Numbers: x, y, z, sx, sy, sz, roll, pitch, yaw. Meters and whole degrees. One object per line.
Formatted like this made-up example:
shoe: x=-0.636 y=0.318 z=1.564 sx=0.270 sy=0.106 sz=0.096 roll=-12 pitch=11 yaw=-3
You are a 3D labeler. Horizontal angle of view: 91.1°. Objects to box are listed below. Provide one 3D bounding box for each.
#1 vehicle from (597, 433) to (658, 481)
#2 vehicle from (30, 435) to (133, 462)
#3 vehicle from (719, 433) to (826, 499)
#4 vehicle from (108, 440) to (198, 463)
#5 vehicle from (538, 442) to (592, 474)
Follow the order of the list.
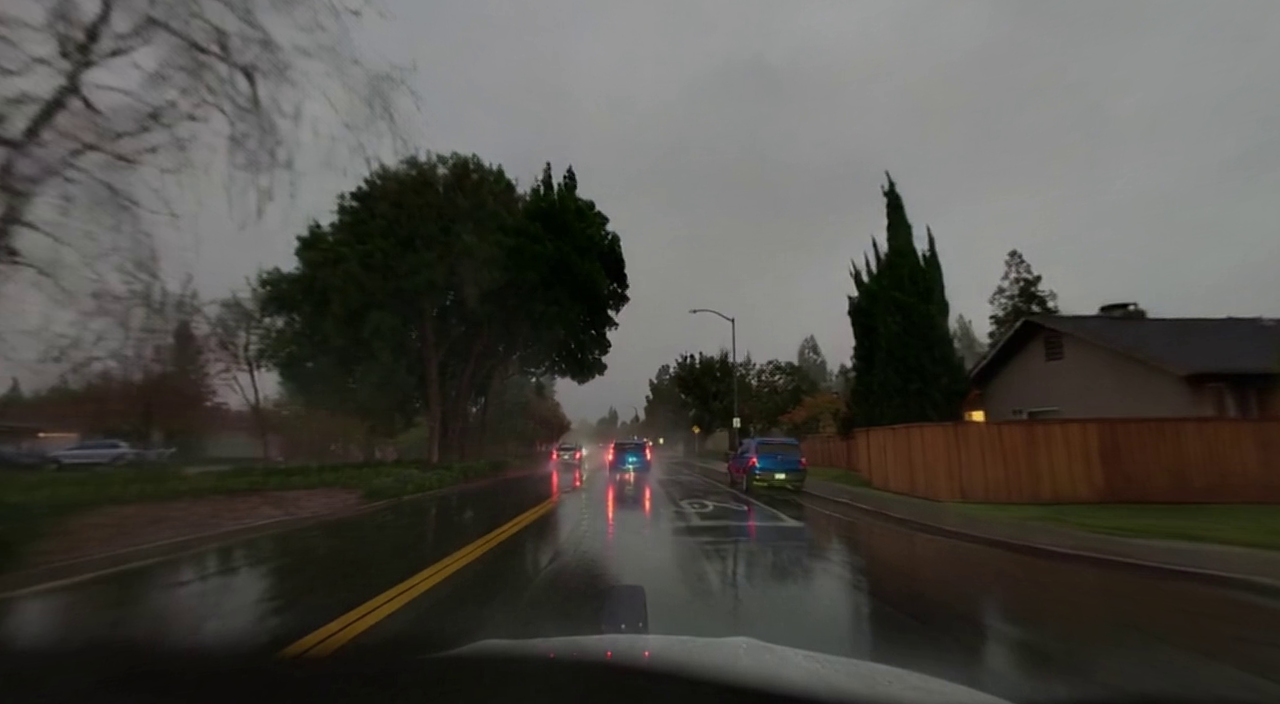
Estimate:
vehicle: x=-0.477 y=4.177 z=25.145 sx=2.220 sy=1.742 sz=4.047 roll=0 pitch=-8 yaw=0
vehicle: x=-33.482 y=5.791 z=37.735 sx=4.271 sy=1.581 sz=1.919 roll=0 pitch=-8 yaw=-1
vehicle: x=3.927 y=3.464 z=19.492 sx=2.332 sy=1.769 sz=4.518 roll=0 pitch=-8 yaw=0
vehicle: x=-32.307 y=6.621 z=41.725 sx=4.497 sy=1.418 sz=1.783 roll=1 pitch=-9 yaw=2
vehicle: x=-3.570 y=5.128 z=30.654 sx=2.032 sy=1.433 sz=4.458 roll=0 pitch=-8 yaw=1
